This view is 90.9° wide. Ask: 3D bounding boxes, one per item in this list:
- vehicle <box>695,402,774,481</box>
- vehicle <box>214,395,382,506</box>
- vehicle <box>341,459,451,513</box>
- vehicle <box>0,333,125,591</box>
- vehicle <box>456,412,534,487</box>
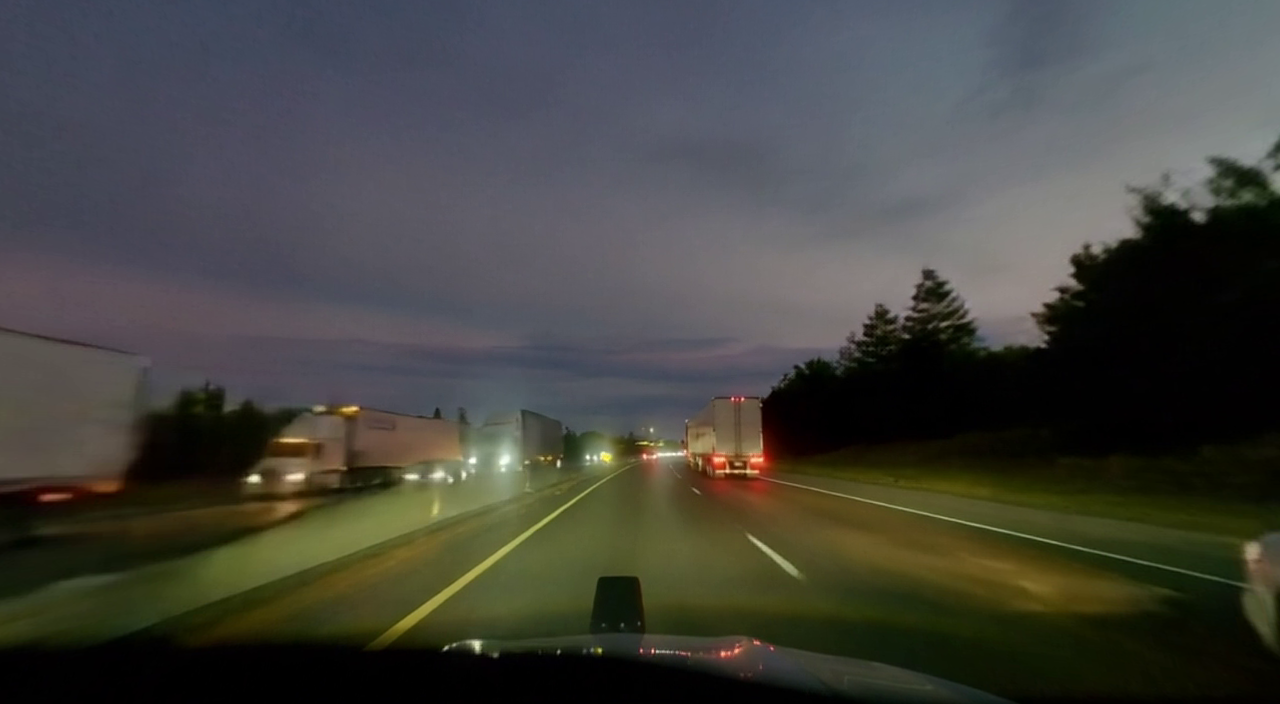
[{"bbox_3d":[4.842,5.006,34.787,2.866,3.558,11.674,0,-9,2],"label":"vehicle"},{"bbox_3d":[-12.925,3.822,24.620,2.908,3.778,6.092,0,-9,1],"label":"vehicle"},{"bbox_3d":[-8.109,4.467,21.453,1.952,1.579,4.290,0,-9,1],"label":"vehicle"},{"bbox_3d":[-10.484,1.115,6.082,2.952,3.538,9.079,-1,-9,3],"label":"vehicle"},{"bbox_3d":[-8.221,5.647,36.570,3.016,3.937,5.836,0,-9,1],"label":"vehicle"}]
